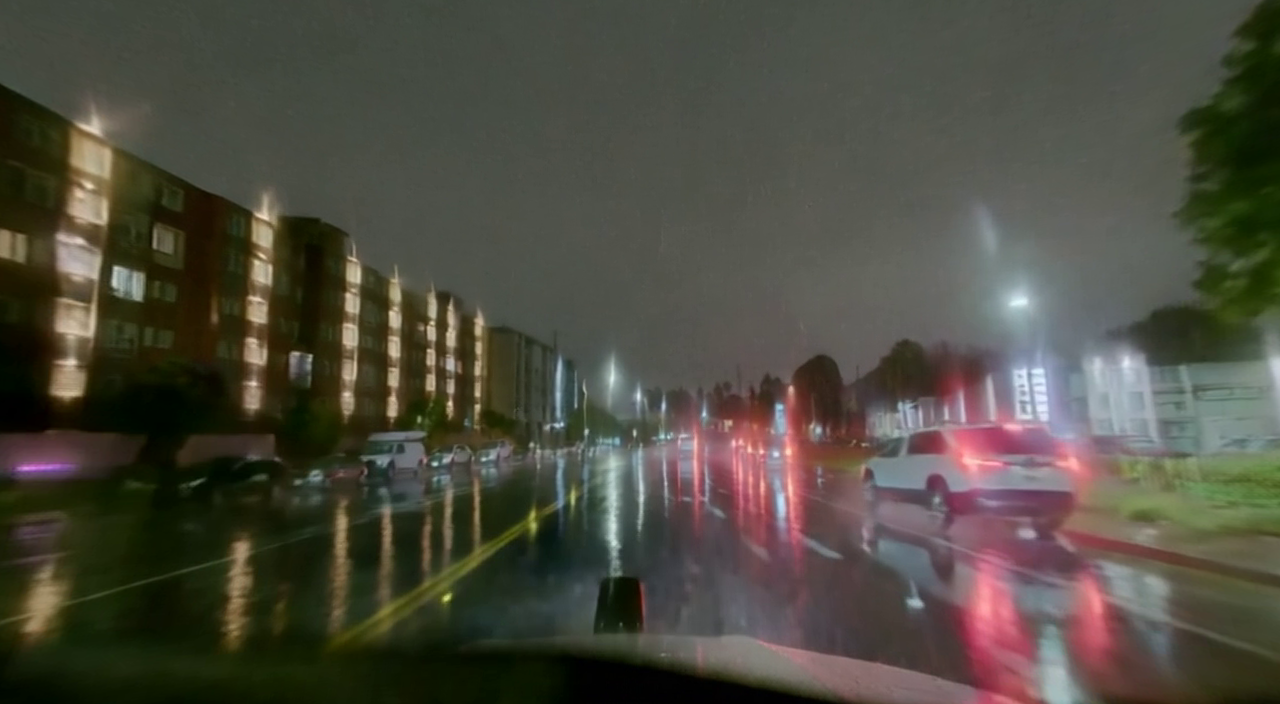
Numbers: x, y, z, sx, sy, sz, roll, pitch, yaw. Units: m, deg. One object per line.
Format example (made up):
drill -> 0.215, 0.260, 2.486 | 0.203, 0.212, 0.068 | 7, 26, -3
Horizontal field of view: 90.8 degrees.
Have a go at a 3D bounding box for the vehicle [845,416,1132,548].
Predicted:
vehicle -> 5.646, 2.165, 11.405 | 2.102, 1.781, 5.470 | 0, -8, 1

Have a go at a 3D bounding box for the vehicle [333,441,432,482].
vehicle -> -12.454, 5.296, 31.106 | 2.290, 1.799, 5.801 | 0, -8, 1

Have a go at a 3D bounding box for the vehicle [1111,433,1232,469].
vehicle -> 22.755, 4.232, 27.250 | 1.797, 1.425, 3.794 | 0, -8, -3

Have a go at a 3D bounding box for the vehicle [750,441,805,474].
vehicle -> 6.674, 5.170, 31.177 | 1.947, 1.487, 4.549 | 0, -8, 3

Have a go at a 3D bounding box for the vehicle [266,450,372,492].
vehicle -> -12.338, 4.566, 24.638 | 1.723, 1.418, 4.359 | 0, -8, 2

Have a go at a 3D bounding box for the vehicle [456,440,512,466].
vehicle -> -11.652, 7.553, 47.626 | 2.137, 1.835, 5.833 | -1, -8, 7

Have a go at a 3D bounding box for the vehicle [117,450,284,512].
vehicle -> -12.248, 3.580, 17.978 | 1.926, 1.499, 3.869 | 0, -8, 0

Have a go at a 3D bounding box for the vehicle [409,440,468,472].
vehicle -> -12.254, 6.299, 38.682 | 2.001, 1.836, 4.471 | 0, -8, 2
